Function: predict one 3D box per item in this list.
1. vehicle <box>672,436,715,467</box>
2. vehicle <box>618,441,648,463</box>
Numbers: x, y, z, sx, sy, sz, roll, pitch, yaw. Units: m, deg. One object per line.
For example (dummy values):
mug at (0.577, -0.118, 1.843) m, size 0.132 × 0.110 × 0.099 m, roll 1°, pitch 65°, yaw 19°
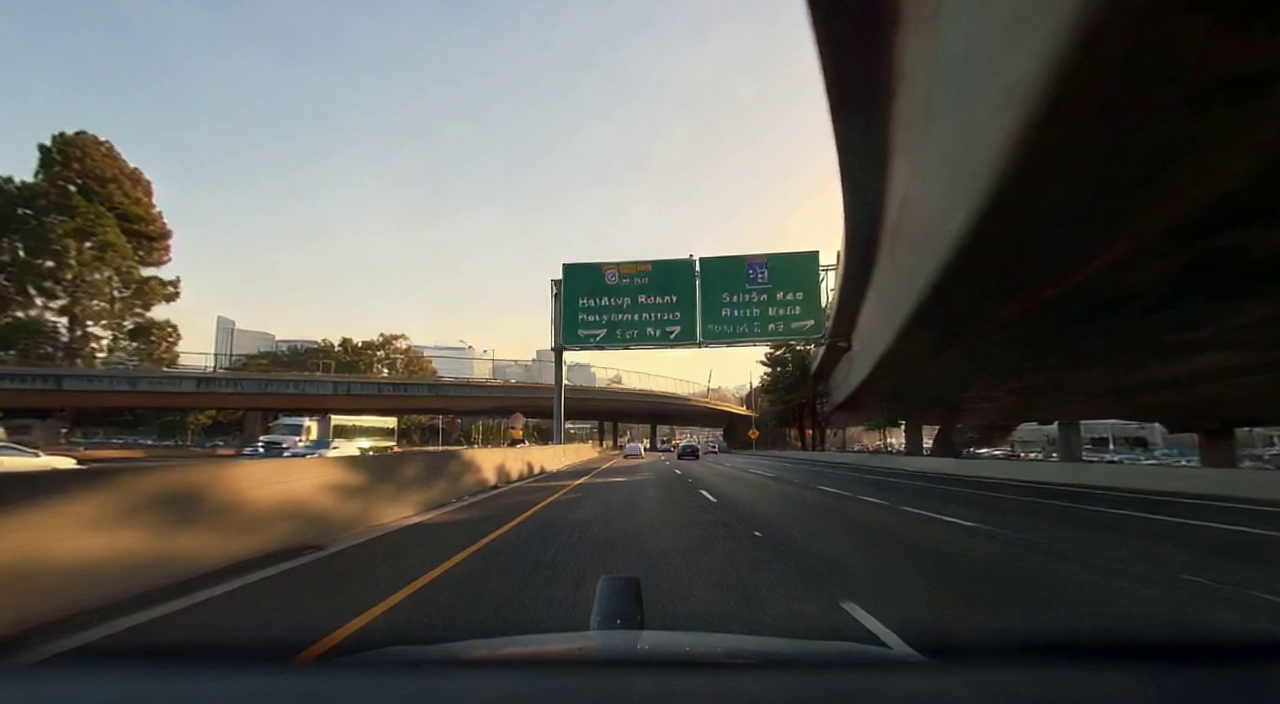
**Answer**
vehicle at (3.290, 6.244, 39.780) m, size 2.226 × 1.779 × 4.835 m, roll 0°, pitch -9°, yaw -1°
vehicle at (-0.483, 7.242, 45.766) m, size 2.046 × 1.475 × 3.784 m, roll 0°, pitch -9°, yaw 1°
